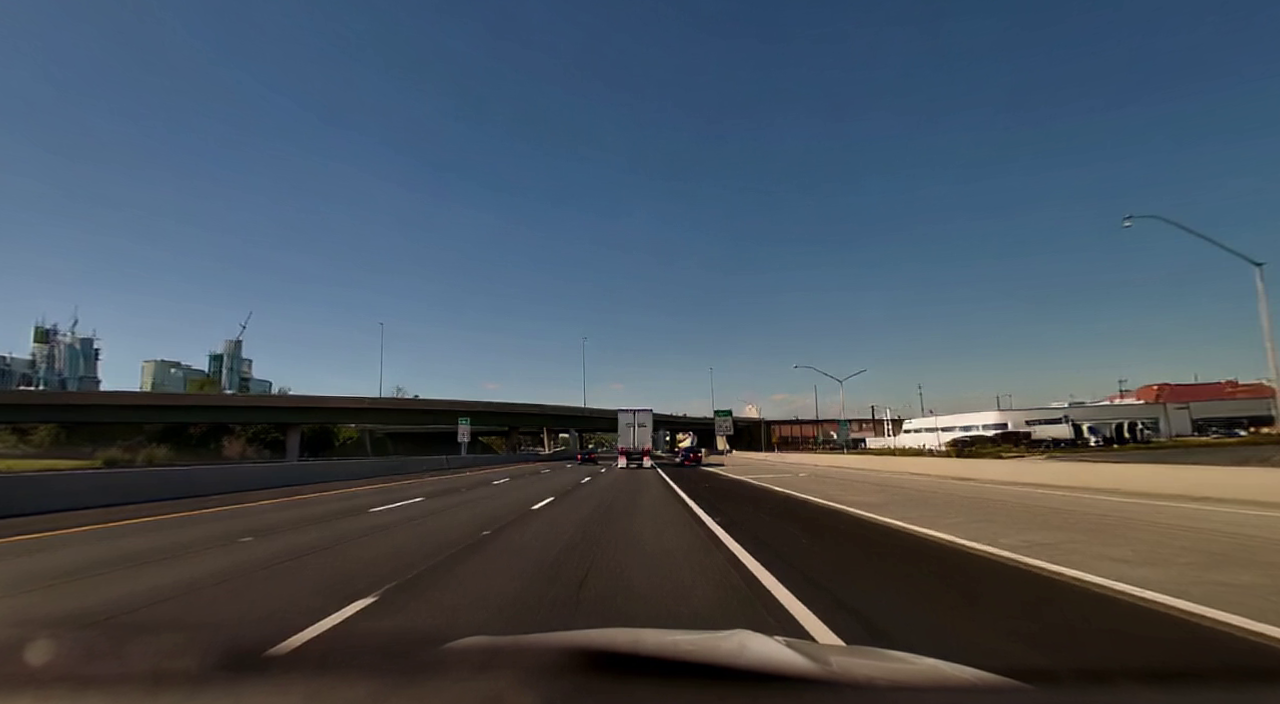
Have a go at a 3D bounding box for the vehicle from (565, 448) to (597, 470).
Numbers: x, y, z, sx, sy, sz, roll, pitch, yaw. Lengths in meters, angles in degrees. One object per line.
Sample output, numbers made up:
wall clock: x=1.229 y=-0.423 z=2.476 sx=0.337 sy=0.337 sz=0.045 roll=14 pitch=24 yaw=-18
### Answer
vehicle: x=-4.258 y=7.764 z=45.948 sx=1.986 sy=1.508 sz=4.133 roll=0 pitch=-9 yaw=-1
